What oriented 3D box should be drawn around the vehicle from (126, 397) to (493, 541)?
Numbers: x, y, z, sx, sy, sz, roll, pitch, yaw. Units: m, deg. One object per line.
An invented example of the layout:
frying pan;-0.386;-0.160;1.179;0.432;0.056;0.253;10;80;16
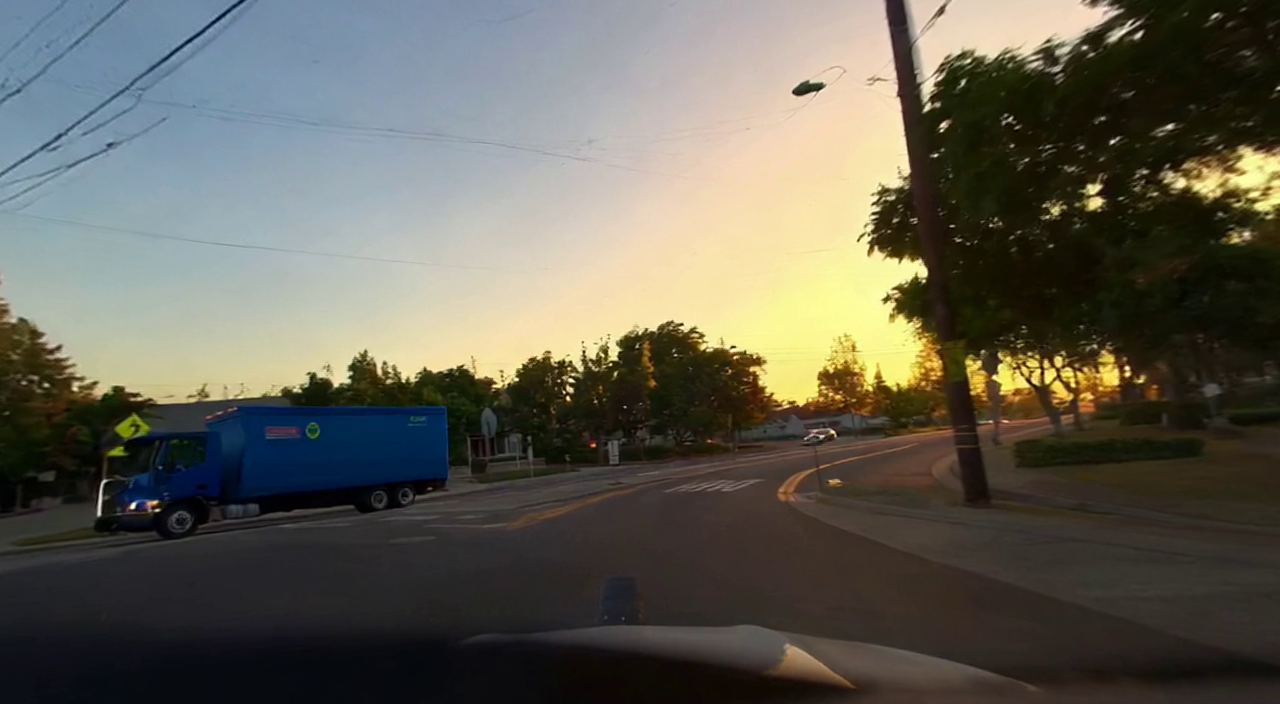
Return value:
vehicle;-9.525;3.183;19.607;2.838;3.326;9.680;-7;-7;41
